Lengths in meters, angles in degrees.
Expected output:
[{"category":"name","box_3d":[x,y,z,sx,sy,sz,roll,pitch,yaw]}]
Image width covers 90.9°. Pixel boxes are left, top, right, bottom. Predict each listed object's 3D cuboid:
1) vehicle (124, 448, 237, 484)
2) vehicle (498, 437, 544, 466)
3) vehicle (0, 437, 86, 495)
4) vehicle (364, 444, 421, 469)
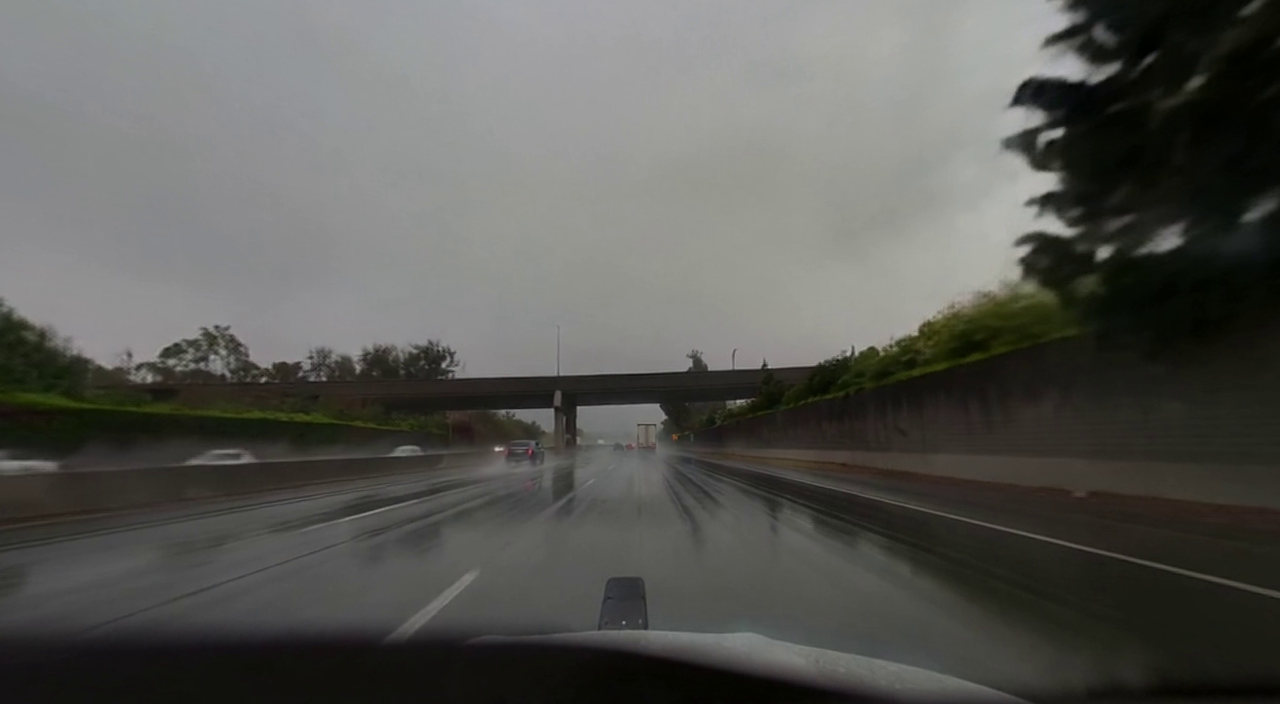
[{"category":"vehicle","box_3d":[-23.742,5.879,32.903,2.050,1.656,5.131,0,-8,-1]},{"category":"vehicle","box_3d":[-7.255,6.114,38.879,1.981,1.685,4.171,0,-8,1]},{"category":"vehicle","box_3d":[-27.828,4.985,28.021,2.482,2.376,4.101,0,-8,1]},{"category":"vehicle","box_3d":[-16.276,6.841,41.680,1.892,1.523,4.514,0,-8,1]}]
